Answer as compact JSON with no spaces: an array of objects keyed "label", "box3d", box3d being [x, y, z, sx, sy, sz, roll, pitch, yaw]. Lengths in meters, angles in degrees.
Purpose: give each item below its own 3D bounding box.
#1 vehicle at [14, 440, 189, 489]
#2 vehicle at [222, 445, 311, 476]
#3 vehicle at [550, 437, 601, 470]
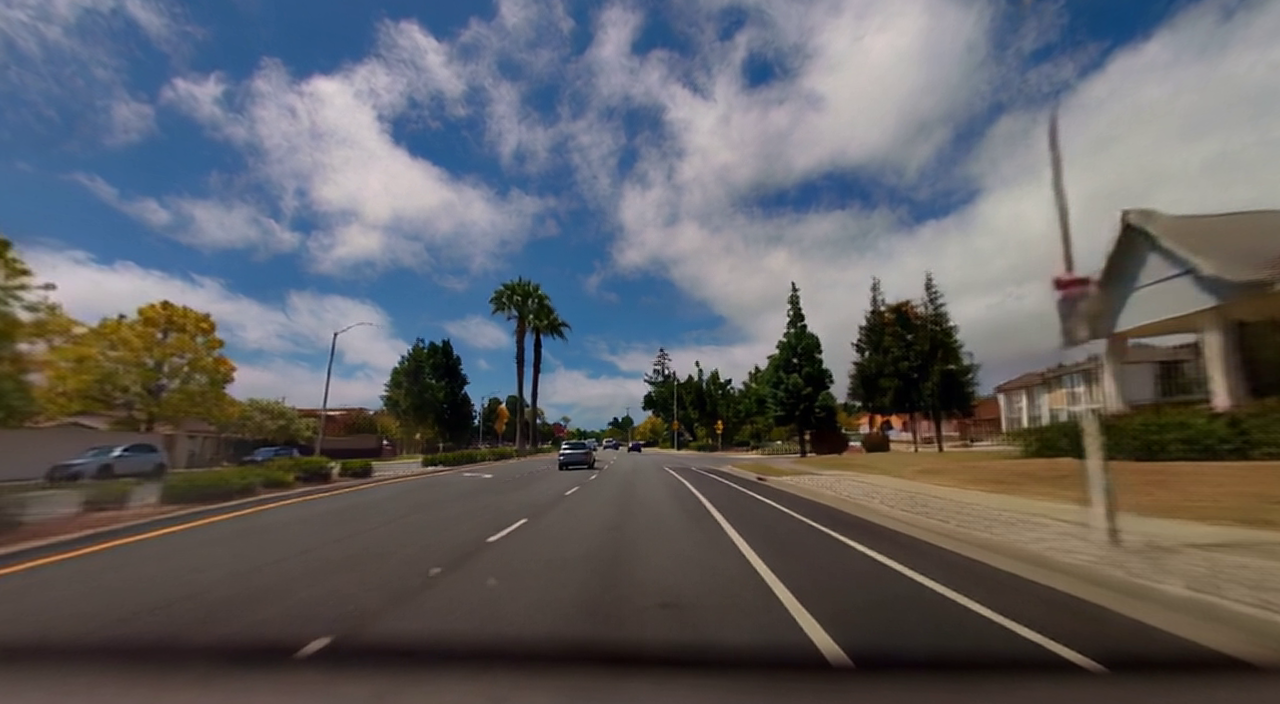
[{"label":"vehicle","box3d":[-18.889,3.996,22.494,2.026,1.563,4.618,0,-10,2]},{"label":"vehicle","box3d":[-18.839,5.466,32.073,1.980,1.423,4.465,0,-8,-3]},{"label":"vehicle","box3d":[-3.068,4.940,30.860,2.075,1.498,4.730,0,-8,-1]}]
